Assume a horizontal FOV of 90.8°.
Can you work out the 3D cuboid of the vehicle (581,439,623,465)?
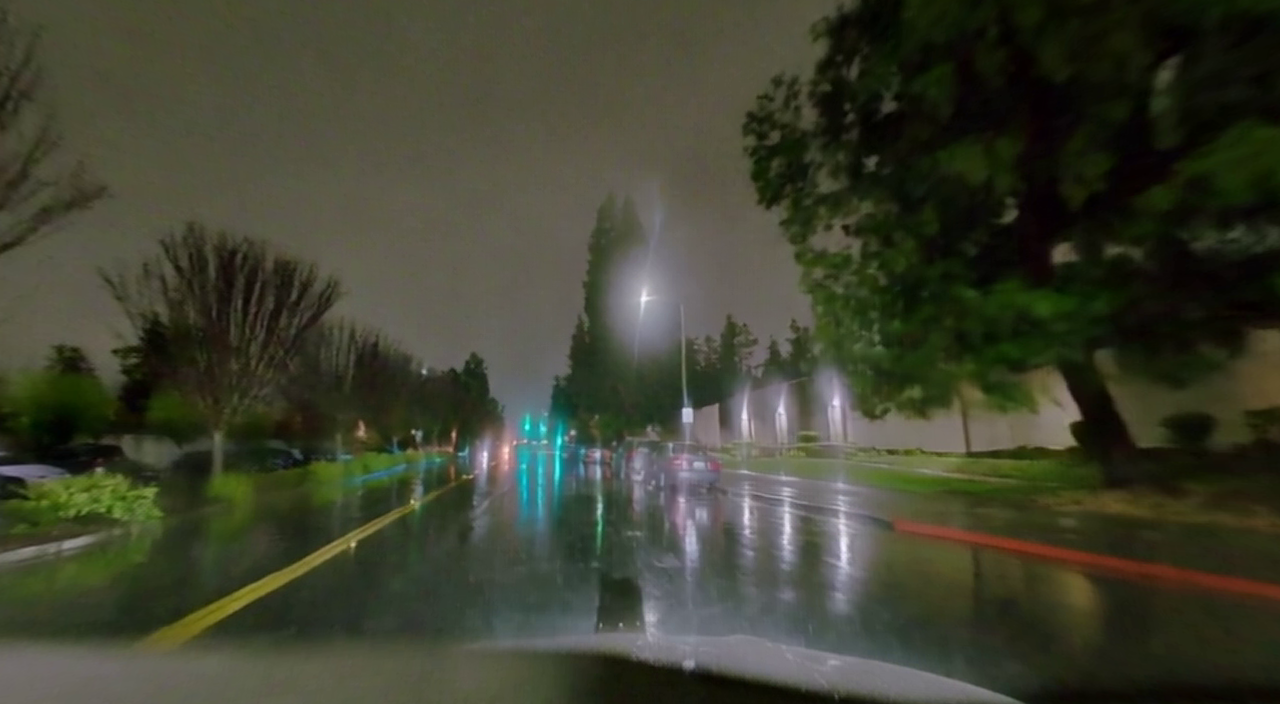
[{"bbox_3d":[-2.508,6.319,40.044,1.952,1.538,5.215,1,-8,-11],"label":"vehicle"}]

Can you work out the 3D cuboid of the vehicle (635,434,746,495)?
[{"bbox_3d":[1.295,3.262,18.737,1.933,1.528,5.006,1,-9,-12],"label":"vehicle"}]

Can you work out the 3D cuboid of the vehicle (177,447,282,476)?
[{"bbox_3d":[-22.082,5.869,34.046,4.491,1.455,1.959,-2,-8,8],"label":"vehicle"}]

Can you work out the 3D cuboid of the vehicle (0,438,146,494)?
[{"bbox_3d":[-18.869,3.627,20.314,4.444,1.647,2.117,-2,-8,10],"label":"vehicle"}]
